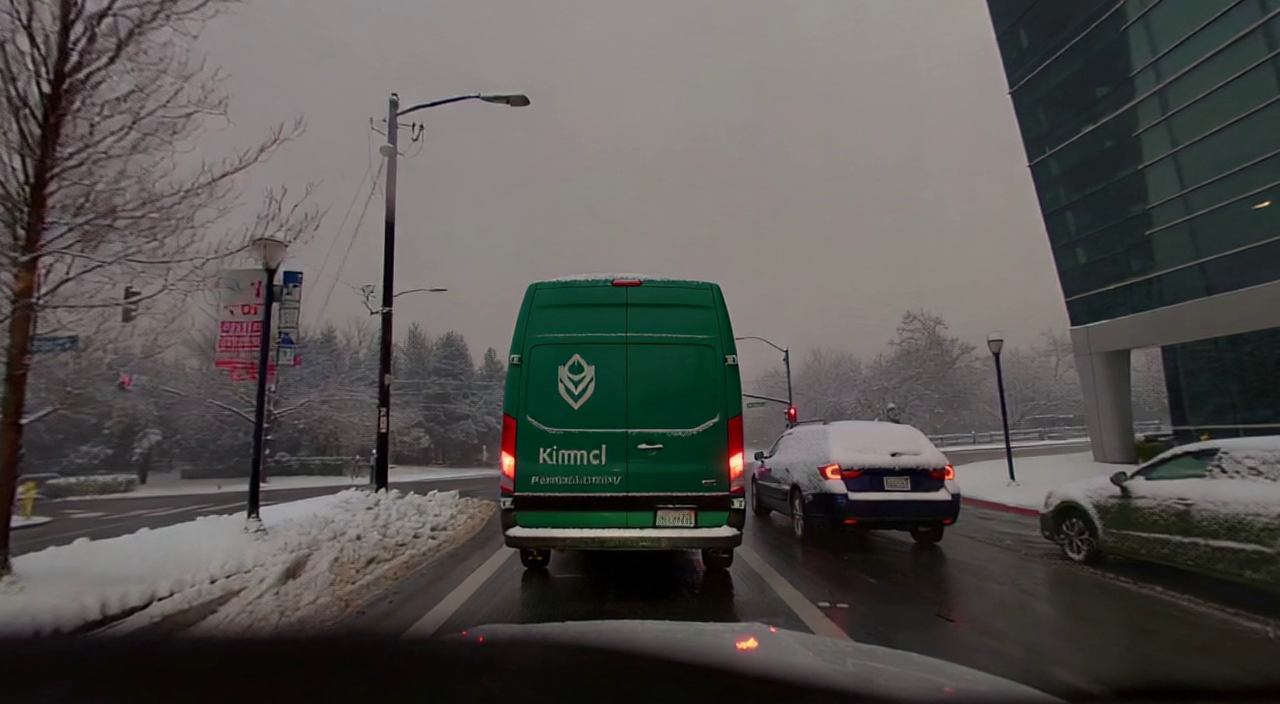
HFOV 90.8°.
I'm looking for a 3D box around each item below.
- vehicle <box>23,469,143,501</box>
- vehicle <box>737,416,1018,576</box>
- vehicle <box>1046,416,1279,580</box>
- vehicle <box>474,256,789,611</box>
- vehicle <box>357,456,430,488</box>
[{"bbox_3d":[-31.103,7.434,35.398,4.806,1.652,1.869,0,-8,-2],"label":"vehicle"},{"bbox_3d":[2.879,1.865,9.043,2.183,1.676,4.506,0,-8,-1],"label":"vehicle"},{"bbox_3d":[7.510,1.577,7.021,1.963,1.669,4.678,3,-9,-20],"label":"vehicle"},{"bbox_3d":[-0.023,1.182,9.085,2.613,3.035,7.342,0,-8,1],"label":"vehicle"},{"bbox_3d":[-15.701,7.626,40.474,1.997,1.806,4.630,-2,-9,14],"label":"vehicle"}]
